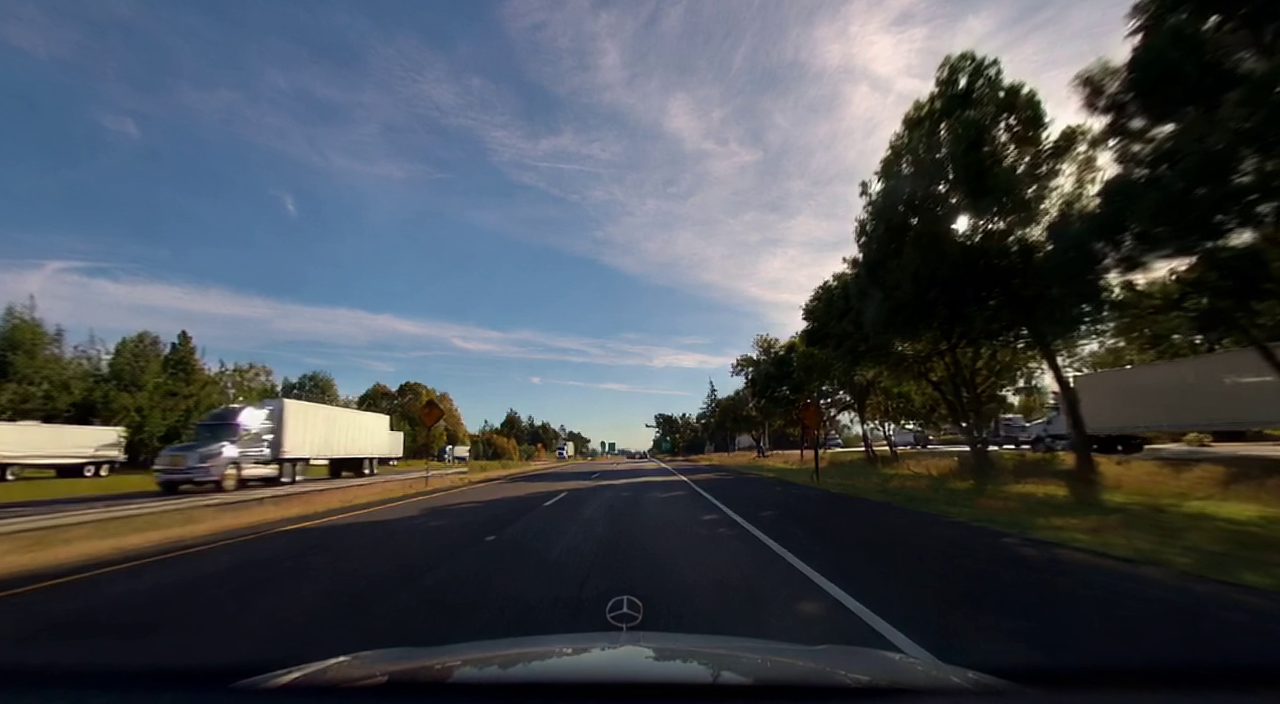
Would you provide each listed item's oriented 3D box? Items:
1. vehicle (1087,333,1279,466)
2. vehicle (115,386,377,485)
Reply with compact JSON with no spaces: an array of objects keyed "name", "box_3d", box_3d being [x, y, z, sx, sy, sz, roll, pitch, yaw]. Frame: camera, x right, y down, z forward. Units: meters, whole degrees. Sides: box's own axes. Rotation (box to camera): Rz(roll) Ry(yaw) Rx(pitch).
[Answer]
[{"name":"vehicle","box_3d":[21.015,1.653,20.610,2.847,4.027,13.284,0,-9,-1]},{"name":"vehicle","box_3d":[-18.084,4.340,31.586,2.913,3.702,15.781,0,-9,0]}]
